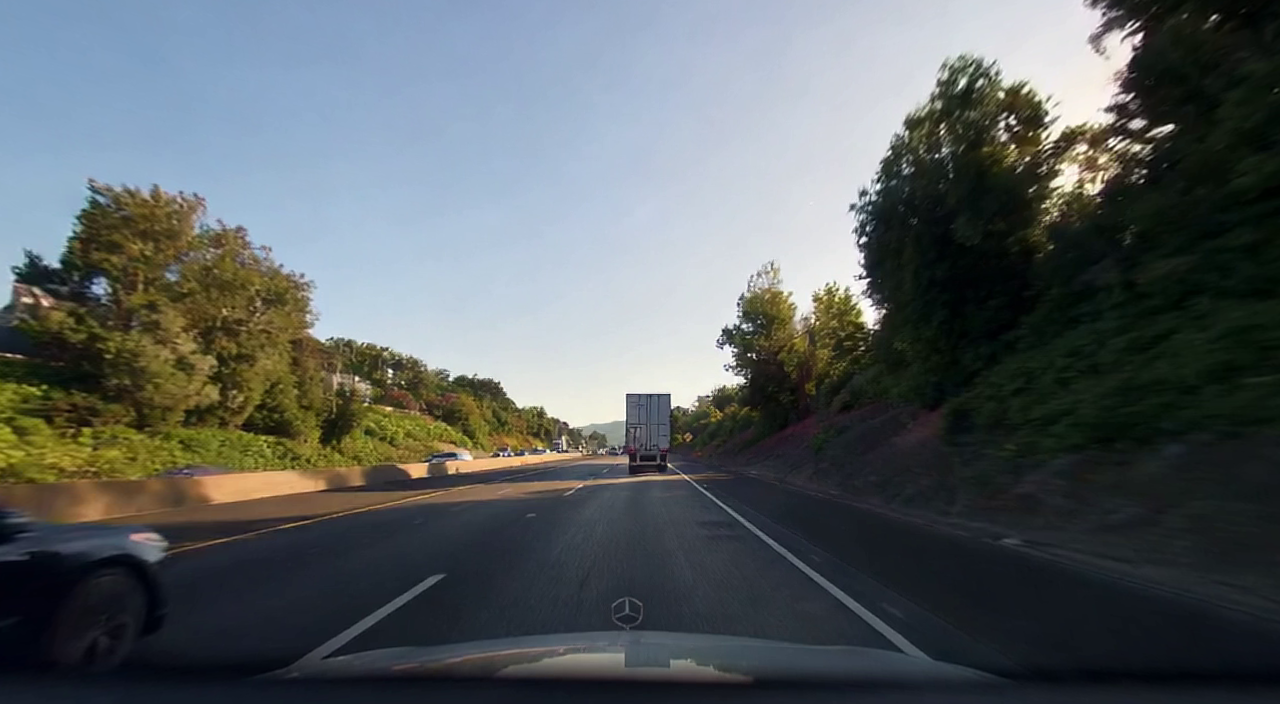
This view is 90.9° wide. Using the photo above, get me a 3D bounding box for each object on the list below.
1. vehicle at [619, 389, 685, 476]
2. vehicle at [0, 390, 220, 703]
[{"bbox_3d":[0.485,4.356,33.087,2.959,3.828,9.617,0,-9,-1],"label":"vehicle"},{"bbox_3d":[-3.619,0.743,1.289,2.074,1.546,4.946,0,-9,0],"label":"vehicle"}]
